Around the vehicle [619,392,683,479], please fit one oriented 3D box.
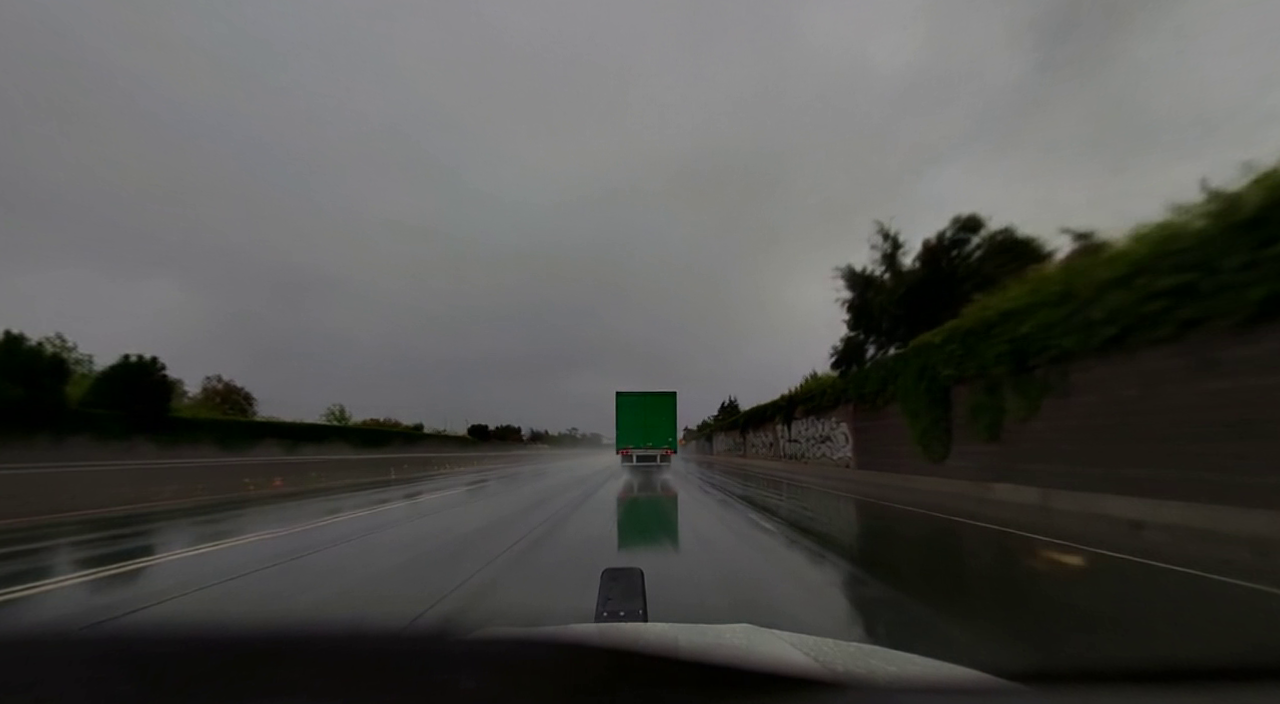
[{"bbox_3d":[0.423,4.606,33.823,2.900,3.955,10.151,0,-9,-1],"label":"vehicle"}]
